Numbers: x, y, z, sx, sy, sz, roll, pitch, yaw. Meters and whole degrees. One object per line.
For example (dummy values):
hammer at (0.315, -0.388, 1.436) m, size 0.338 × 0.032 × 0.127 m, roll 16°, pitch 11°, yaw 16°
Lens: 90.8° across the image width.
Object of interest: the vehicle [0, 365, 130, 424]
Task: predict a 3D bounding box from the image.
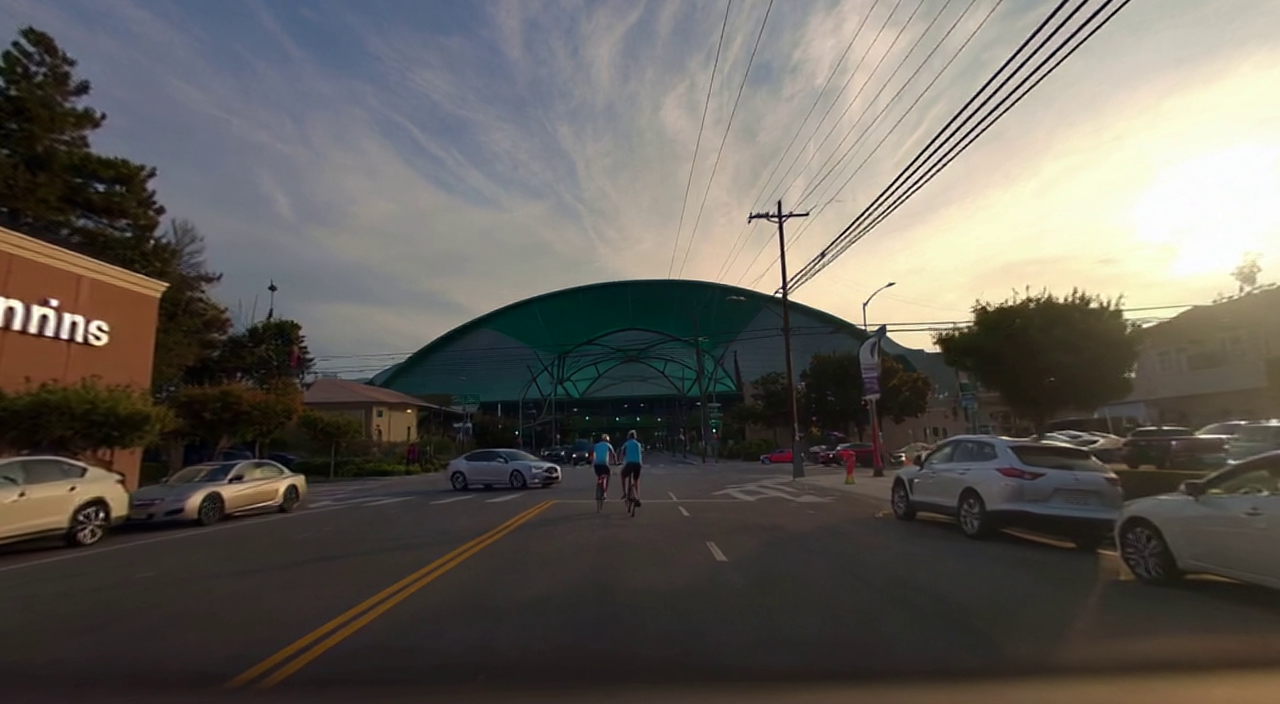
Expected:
vehicle at (-17.263, 1.261, 18.097) m, size 3.750 × 1.495 × 1.727 m, roll -1°, pitch -8°, yaw -2°

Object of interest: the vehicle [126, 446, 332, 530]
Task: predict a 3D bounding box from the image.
vehicle at (-10.274, 3.372, 16.426) m, size 2.075 × 1.816 × 4.900 m, roll 0°, pitch -8°, yaw -1°

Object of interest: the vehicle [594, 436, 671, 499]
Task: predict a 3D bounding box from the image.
vehicle at (-0.194, 3.606, 20.170) m, size 2.190 × 1.783 × 4.048 m, roll 0°, pitch -8°, yaw 1°

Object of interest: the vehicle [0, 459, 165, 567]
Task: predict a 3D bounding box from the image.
vehicle at (-10.230, 2.494, 9.989) m, size 1.904 × 1.495 × 4.585 m, roll 0°, pitch -9°, yaw -1°

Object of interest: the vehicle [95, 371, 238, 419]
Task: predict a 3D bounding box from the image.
vehicle at (-17.109, 1.598, 22.969) m, size 3.685 × 1.584 × 1.708 m, roll 1°, pitch -9°, yaw -3°

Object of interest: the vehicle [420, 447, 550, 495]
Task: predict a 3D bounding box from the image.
vehicle at (-6.271, 4.838, 26.096) m, size 4.961 × 1.832 × 2.287 m, roll 1°, pitch -9°, yaw -10°

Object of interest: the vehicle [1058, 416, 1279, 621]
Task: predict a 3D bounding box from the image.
vehicle at (5.890, 1.357, 5.367) m, size 1.900 × 1.566 × 3.995 m, roll 0°, pitch -8°, yaw 0°

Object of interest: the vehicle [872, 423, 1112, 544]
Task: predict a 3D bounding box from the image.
vehicle at (5.823, 2.193, 11.156) m, size 1.873 × 1.714 × 3.979 m, roll 0°, pitch -8°, yaw 0°
